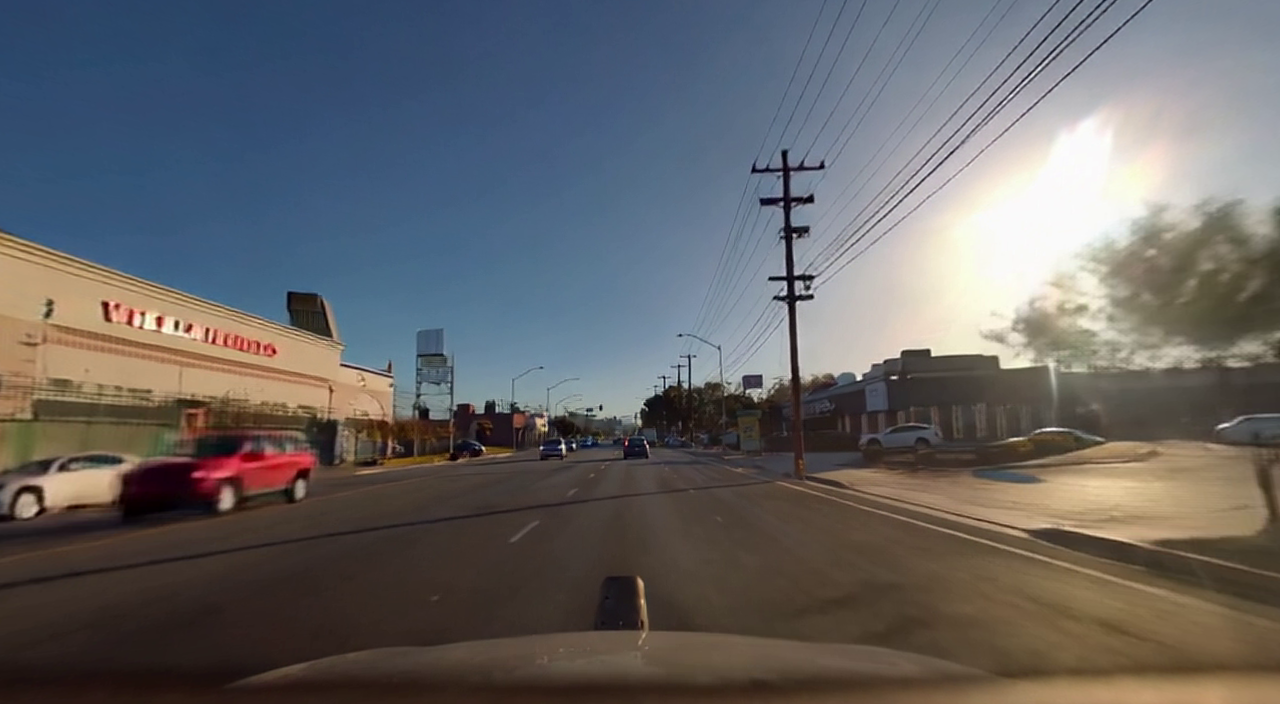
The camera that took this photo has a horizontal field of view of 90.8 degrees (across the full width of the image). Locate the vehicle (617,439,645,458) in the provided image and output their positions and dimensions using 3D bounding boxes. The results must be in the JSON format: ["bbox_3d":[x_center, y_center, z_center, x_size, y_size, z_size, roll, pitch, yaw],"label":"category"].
[{"bbox_3d":[-0.703,7.601,49.875,2.097,1.472,4.544,0,-8,-1],"label":"vehicle"}]

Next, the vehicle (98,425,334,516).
[{"bbox_3d":[-9.261,2.605,14.508,1.940,1.698,5.028,0,-8,0],"label":"vehicle"}]

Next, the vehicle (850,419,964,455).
[{"bbox_3d":[13.515,4.301,32.152,4.836,1.750,2.079,0,-7,-1],"label":"vehicle"}]

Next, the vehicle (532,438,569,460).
[{"bbox_3d":[-6.568,7.200,46.922,1.987,1.515,4.789,0,-8,1],"label":"vehicle"}]

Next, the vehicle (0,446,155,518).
[{"bbox_3d":[-14.814,3.109,15.463,1.954,1.519,5.051,-1,-8,-1],"label":"vehicle"}]

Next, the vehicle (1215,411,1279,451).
[{"bbox_3d":[33.580,4.081,33.173,4.680,1.812,2.102,-3,-6,-2],"label":"vehicle"}]
